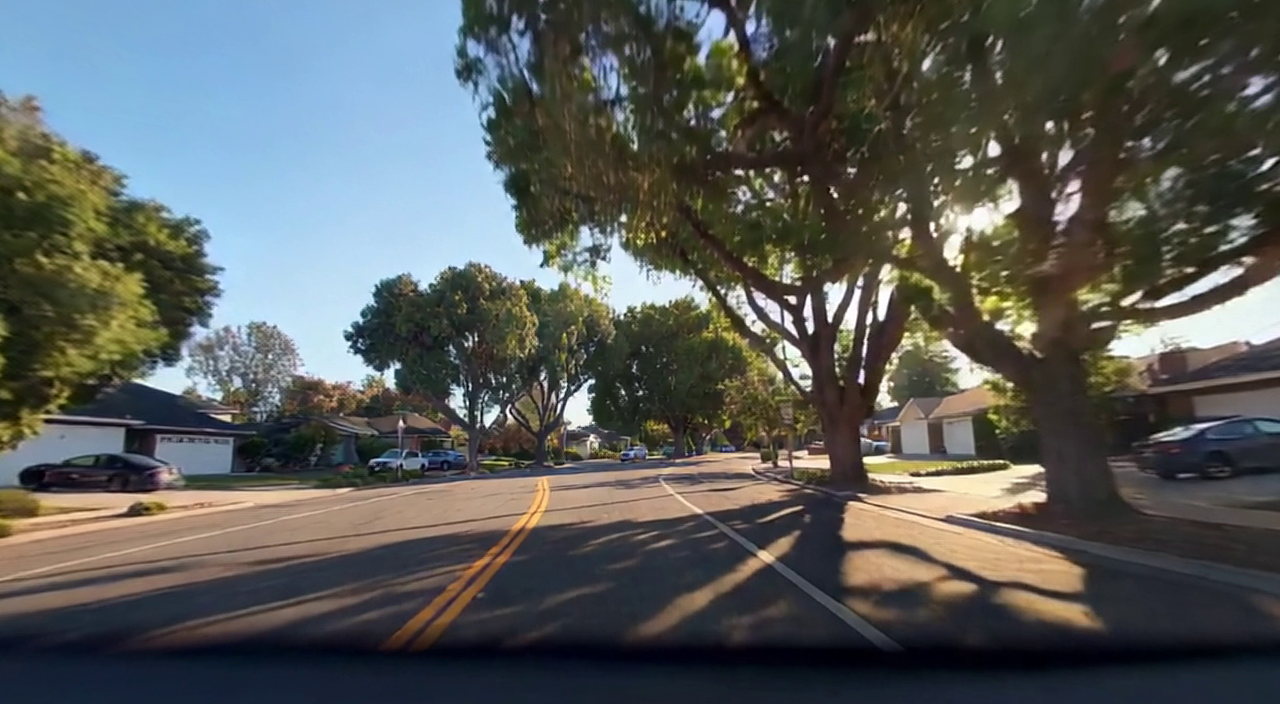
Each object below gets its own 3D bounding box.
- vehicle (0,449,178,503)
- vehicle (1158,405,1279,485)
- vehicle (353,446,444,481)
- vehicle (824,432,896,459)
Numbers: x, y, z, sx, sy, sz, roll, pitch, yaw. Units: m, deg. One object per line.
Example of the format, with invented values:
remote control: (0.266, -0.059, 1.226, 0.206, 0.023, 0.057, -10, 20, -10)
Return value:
vehicle: (-20.688, 4.558, 23.512, 5.166, 1.847, 2.049, 0, -9, -5)
vehicle: (15.108, 2.161, 14.756, 4.069, 1.751, 1.899, -3, -9, 12)
vehicle: (-14.810, 6.878, 39.368, 2.418, 1.969, 6.615, -2, -9, 7)
vehicle: (17.258, 7.385, 49.795, 5.073, 1.729, 2.161, -6, -11, 16)
